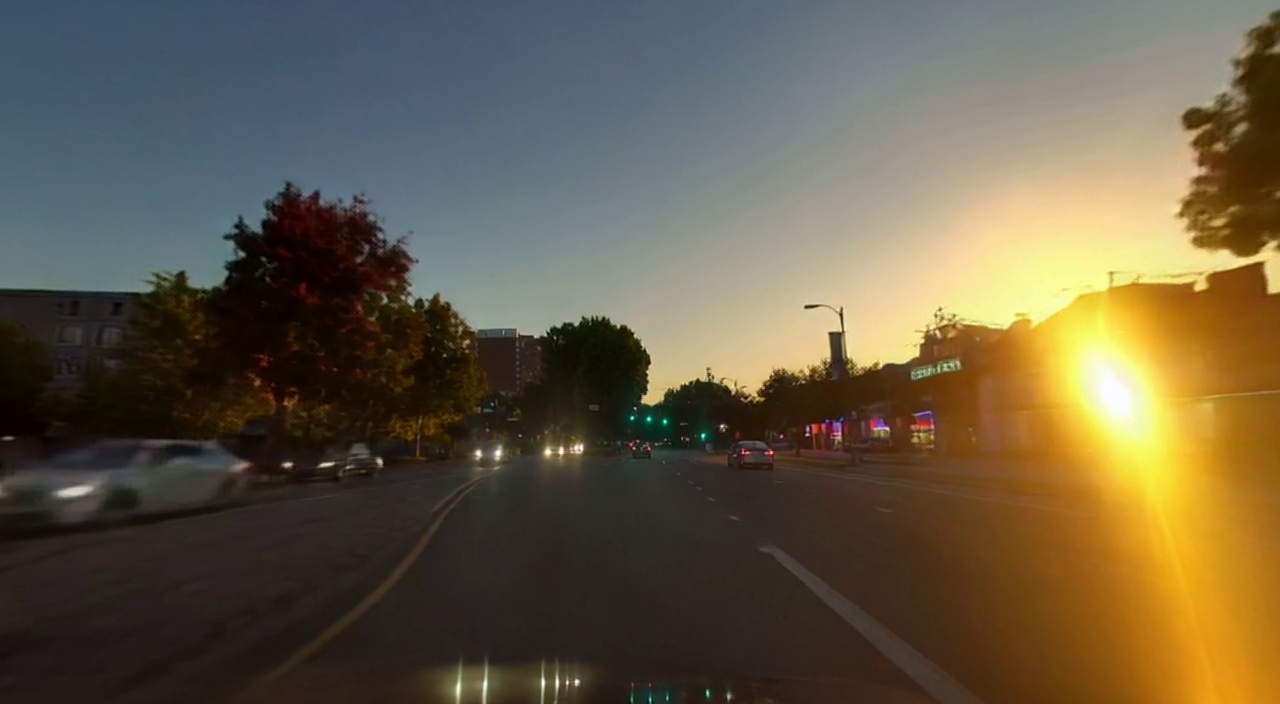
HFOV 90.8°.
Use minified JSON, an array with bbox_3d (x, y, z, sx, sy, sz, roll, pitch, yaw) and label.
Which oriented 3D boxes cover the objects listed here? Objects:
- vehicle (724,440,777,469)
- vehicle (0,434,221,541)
[{"bbox_3d":[6.168,5.784,35.835,2.024,1.475,4.600,0,-8,-2],"label":"vehicle"},{"bbox_3d":[-9.582,2.213,11.001,1.676,1.469,4.362,0,-8,-2],"label":"vehicle"}]
